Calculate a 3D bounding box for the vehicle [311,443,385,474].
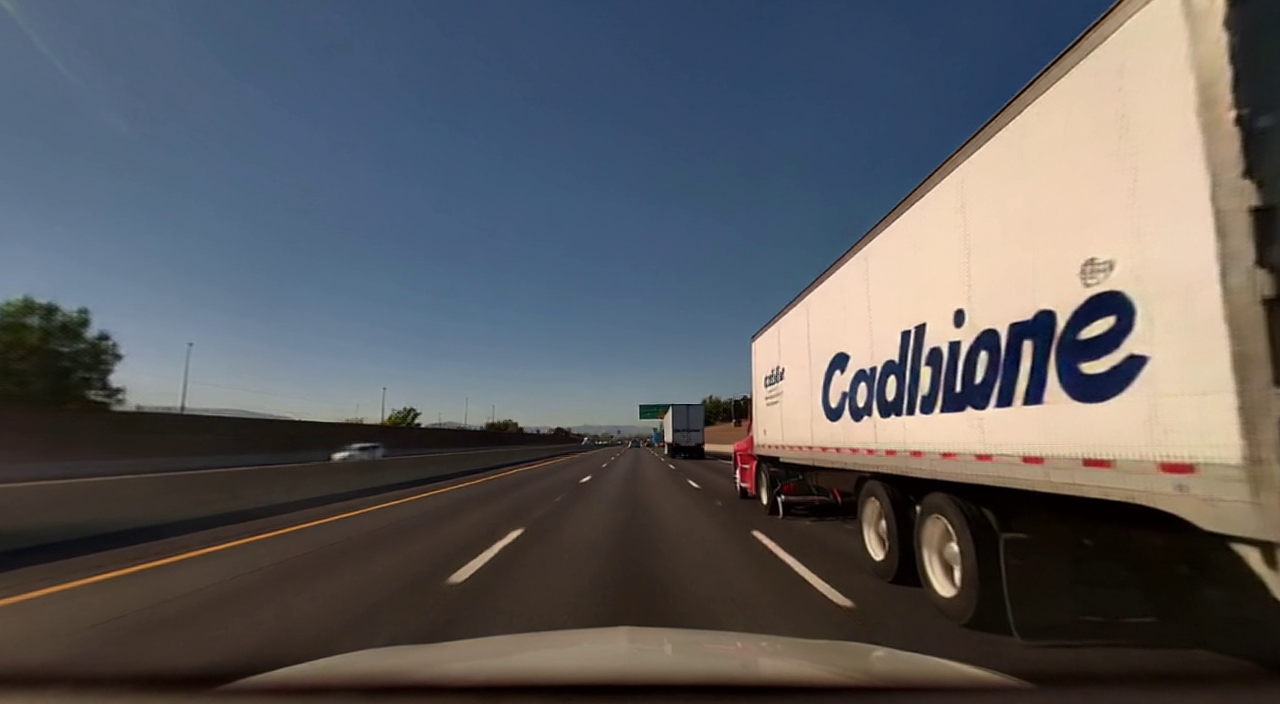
[{"bbox_3d":[-16.242,5.912,35.210,1.925,1.554,4.674,0,-8,0],"label":"vehicle"}]
